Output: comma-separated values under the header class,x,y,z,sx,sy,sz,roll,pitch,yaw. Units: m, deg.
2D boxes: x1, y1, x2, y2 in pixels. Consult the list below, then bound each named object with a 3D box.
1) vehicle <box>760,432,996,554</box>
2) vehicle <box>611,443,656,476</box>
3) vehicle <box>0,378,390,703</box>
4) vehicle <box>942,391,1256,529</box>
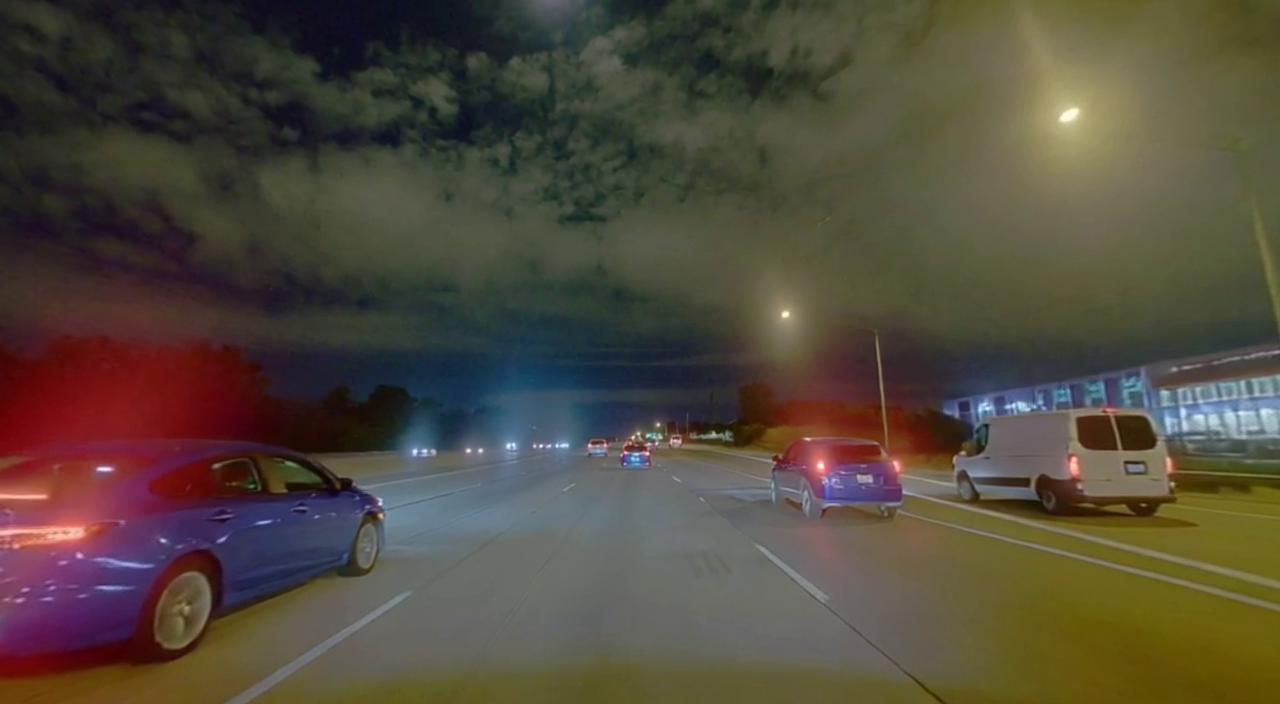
class,x,y,z,sx,sy,sz,roll,pitch,yaw
vehicle,3.467,2.127,10.306,1.995,1.533,4.463,0,-8,-2
vehicle,-0.338,5.167,30.455,2.019,1.472,3.971,0,-8,-2
vehicle,-3.766,1.149,4.276,2.251,1.575,4.488,0,-8,0
vehicle,8.976,2.192,13.260,2.349,2.280,5.423,0,-9,-2
